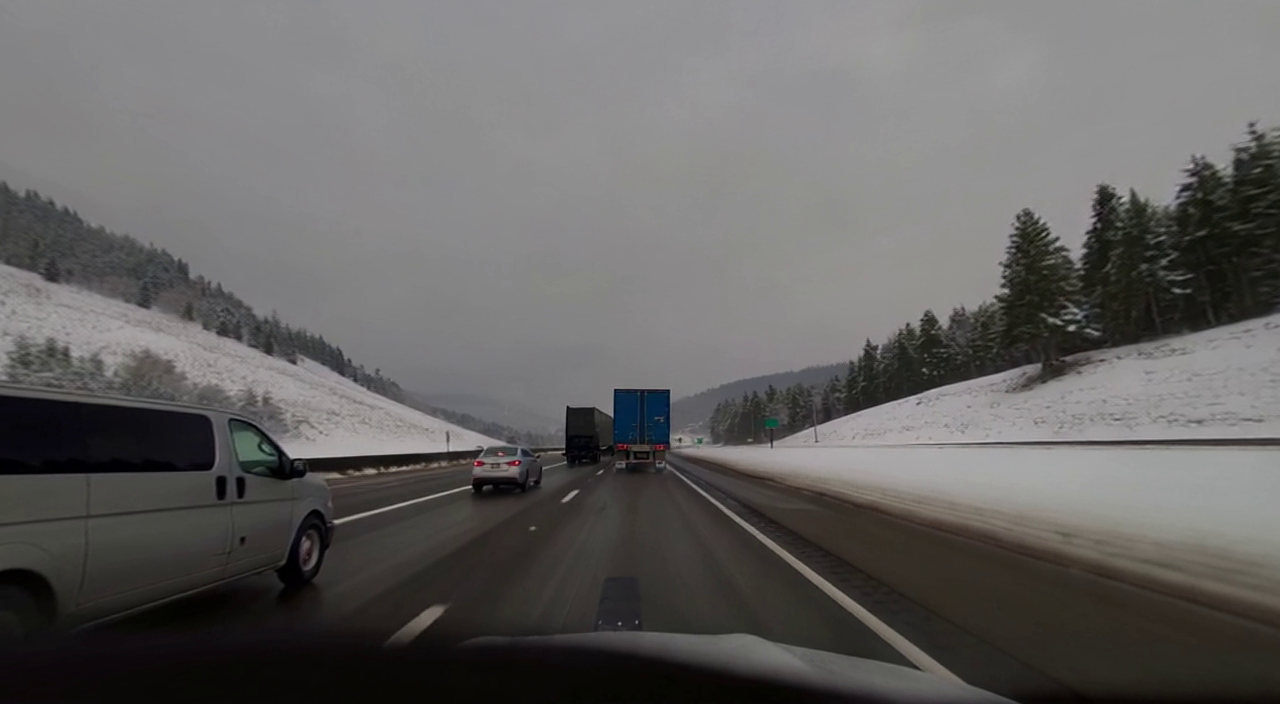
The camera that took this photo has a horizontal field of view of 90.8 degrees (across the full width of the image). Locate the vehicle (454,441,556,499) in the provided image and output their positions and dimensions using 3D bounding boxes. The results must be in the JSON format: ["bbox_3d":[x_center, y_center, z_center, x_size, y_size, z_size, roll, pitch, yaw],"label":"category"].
[{"bbox_3d":[-3.703,3.301,18.118,1.950,1.446,4.224,0,-8,1],"label":"vehicle"}]

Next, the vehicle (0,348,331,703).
[{"bbox_3d":[-4.102,0.969,3.606,2.136,1.779,4.875,0,-8,1],"label":"vehicle"}]

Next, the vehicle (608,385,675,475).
[{"bbox_3d":[0.186,4.225,33.412,2.913,3.988,10.874,0,-8,1],"label":"vehicle"}]
